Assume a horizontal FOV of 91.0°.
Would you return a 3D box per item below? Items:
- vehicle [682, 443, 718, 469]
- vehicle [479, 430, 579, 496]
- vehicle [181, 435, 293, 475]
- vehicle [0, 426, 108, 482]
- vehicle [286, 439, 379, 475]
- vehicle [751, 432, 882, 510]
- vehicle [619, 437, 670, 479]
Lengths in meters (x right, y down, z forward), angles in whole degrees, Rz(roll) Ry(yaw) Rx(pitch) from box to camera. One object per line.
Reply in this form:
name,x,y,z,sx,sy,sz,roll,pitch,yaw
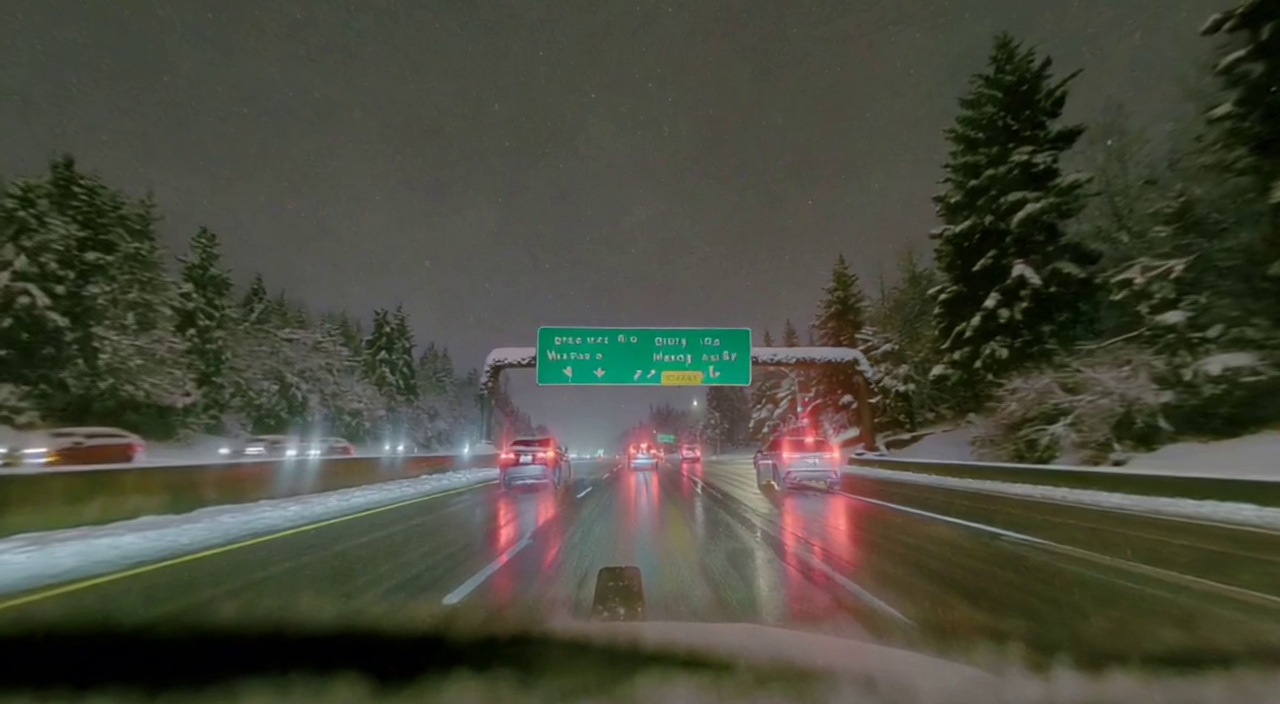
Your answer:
vehicle,4.177,7.321,44.555,2.022,1.682,4.226,1,-9,-1
vehicle,-3.284,3.421,19.745,2.199,1.777,4.790,0,-9,1
vehicle,-18.000,4.620,28.412,2.050,1.656,4.475,0,-9,0
vehicle,-22.030,3.644,22.562,1.993,1.812,4.418,0,-9,0
vehicle,-13.937,4.784,28.893,1.947,1.508,4.478,0,-9,1
vehicle,4.277,2.963,16.197,2.041,1.669,4.712,0,-9,1
vehicle,0.189,4.836,28.900,2.181,1.728,3.970,0,-9,0
